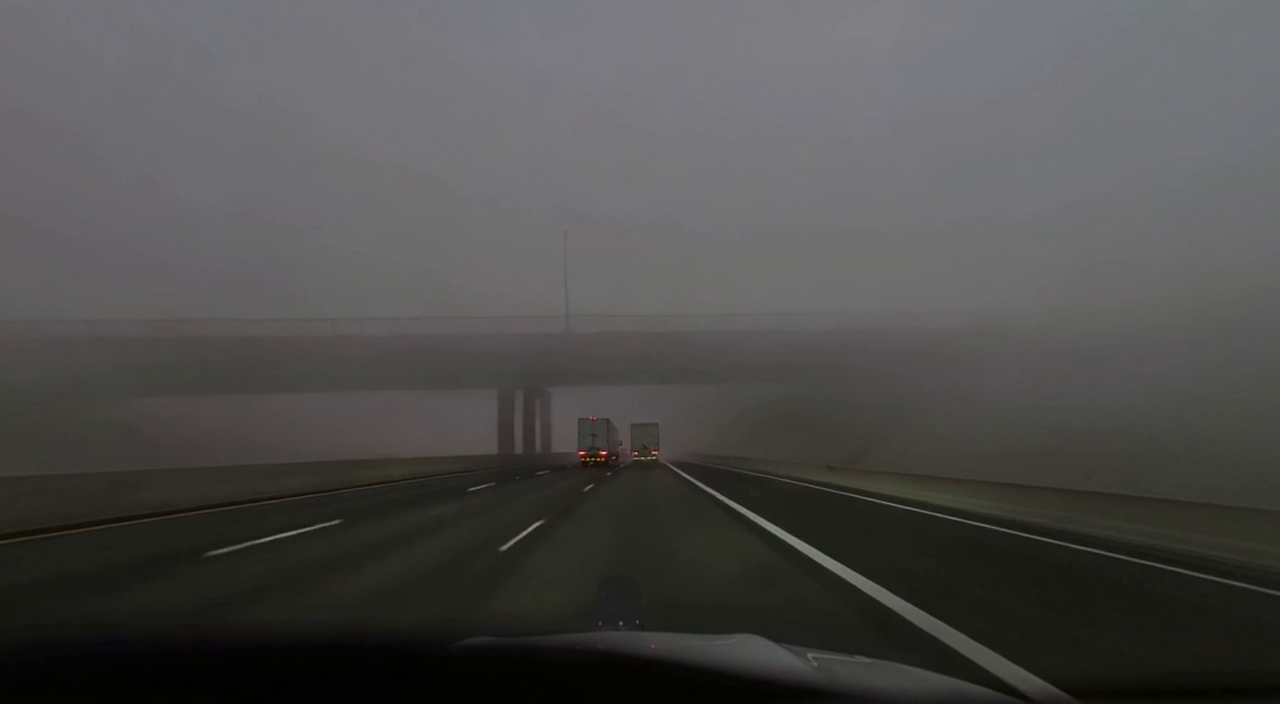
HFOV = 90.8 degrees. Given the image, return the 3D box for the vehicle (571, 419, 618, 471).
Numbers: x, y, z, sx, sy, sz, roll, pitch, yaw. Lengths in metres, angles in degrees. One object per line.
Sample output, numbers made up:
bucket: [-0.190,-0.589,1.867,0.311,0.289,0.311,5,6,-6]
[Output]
vehicle: [-3.018,6.482,43.871,2.696,3.266,7.062,0,-9,0]
